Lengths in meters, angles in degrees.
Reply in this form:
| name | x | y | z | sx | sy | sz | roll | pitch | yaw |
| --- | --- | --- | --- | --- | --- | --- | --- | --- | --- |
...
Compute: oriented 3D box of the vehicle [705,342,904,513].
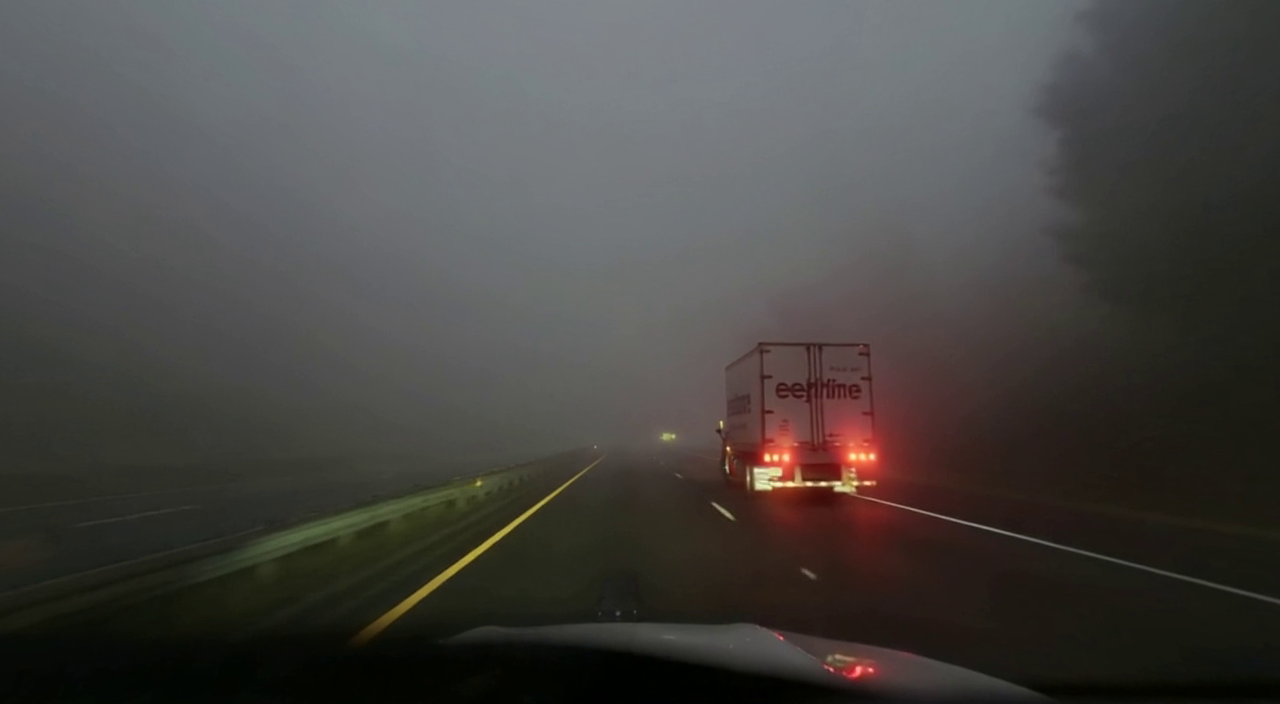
| name | x | y | z | sx | sy | sz | roll | pitch | yaw |
| --- | --- | --- | --- | --- | --- | --- | --- | --- | --- |
| vehicle | 3.447 | 1.902 | 15.443 | 2.702 | 3.193 | 7.196 | 0 | -8 | -2 |
